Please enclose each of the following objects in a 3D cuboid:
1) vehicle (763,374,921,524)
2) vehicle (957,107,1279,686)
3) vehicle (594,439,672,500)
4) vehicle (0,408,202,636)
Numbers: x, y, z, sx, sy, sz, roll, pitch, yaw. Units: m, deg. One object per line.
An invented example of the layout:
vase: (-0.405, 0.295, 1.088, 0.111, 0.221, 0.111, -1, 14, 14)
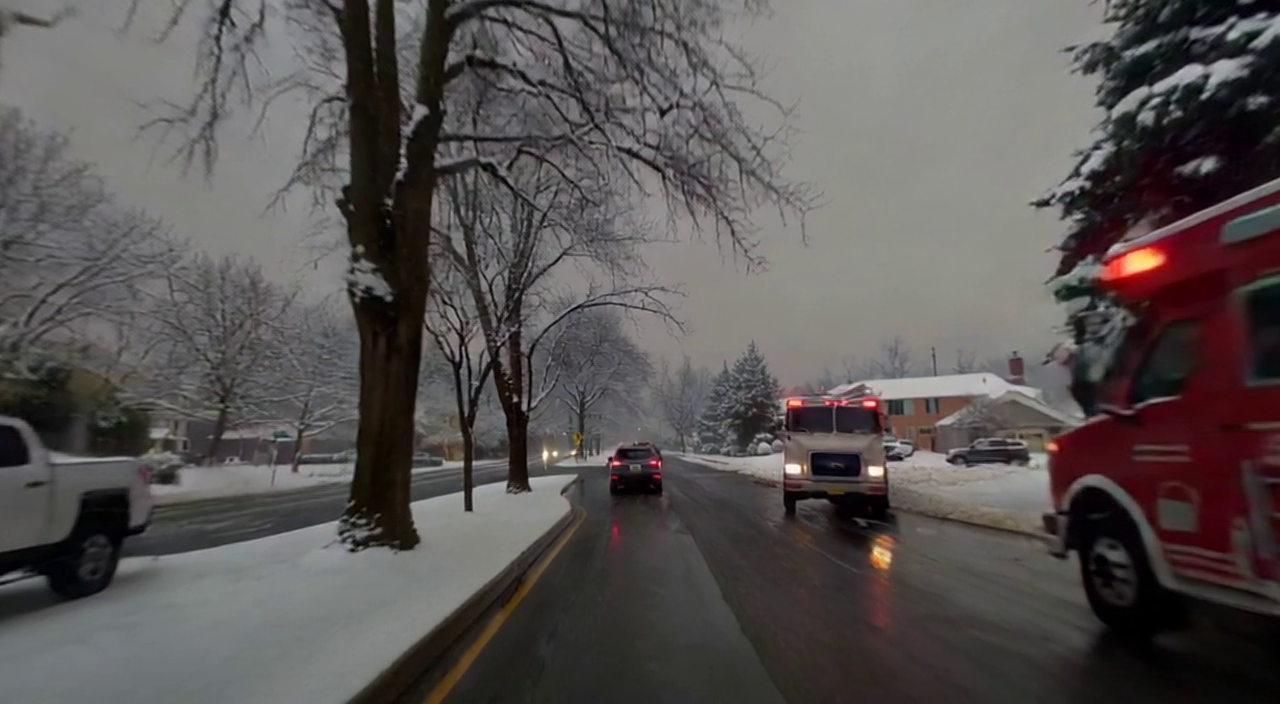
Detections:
vehicle: (5.085, 2.365, 15.201, 2.654, 2.824, 5.794, -7, -11, 24)
vehicle: (5.129, 0.012, 2.179, 2.885, 3.246, 9.408, 0, -10, -2)
vehicle: (-0.163, 3.476, 19.096, 2.106, 1.655, 3.717, 0, -8, 1)
vehicle: (-6.407, 1.417, 5.270, 2.165, 1.876, 4.903, 0, -8, -3)
